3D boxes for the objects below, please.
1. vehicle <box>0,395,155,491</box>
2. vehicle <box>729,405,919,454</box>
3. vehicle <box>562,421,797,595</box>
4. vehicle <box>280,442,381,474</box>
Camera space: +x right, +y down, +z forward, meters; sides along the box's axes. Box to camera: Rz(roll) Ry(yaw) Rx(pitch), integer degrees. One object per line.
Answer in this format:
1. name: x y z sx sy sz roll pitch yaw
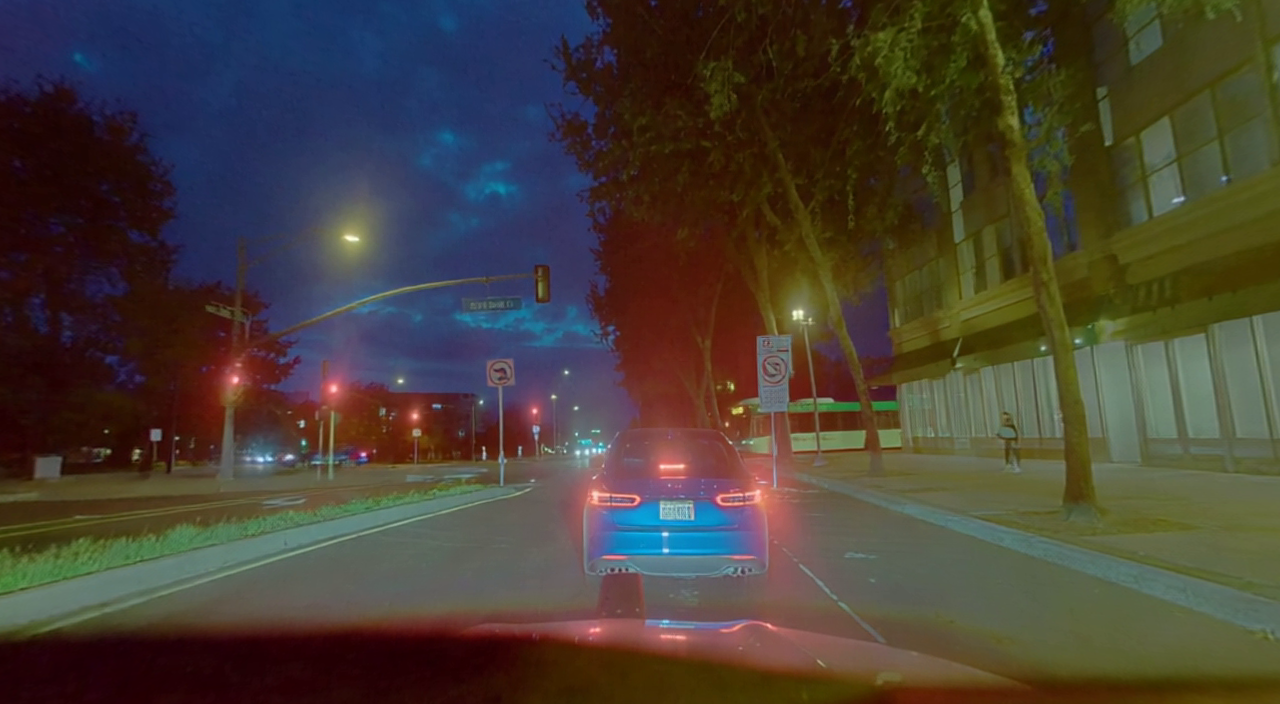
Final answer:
1. vehicle: -25.950 3.645 25.324 2.692 3.685 10.153 -3 -9 20
2. vehicle: 14.082 6.073 49.293 13.811 3.706 2.997 0 -9 0
3. vehicle: 0.374 1.626 7.384 2.006 1.470 3.799 0 -8 1
4. vehicle: -17.208 5.899 35.306 1.892 1.645 4.561 -7 -11 39
